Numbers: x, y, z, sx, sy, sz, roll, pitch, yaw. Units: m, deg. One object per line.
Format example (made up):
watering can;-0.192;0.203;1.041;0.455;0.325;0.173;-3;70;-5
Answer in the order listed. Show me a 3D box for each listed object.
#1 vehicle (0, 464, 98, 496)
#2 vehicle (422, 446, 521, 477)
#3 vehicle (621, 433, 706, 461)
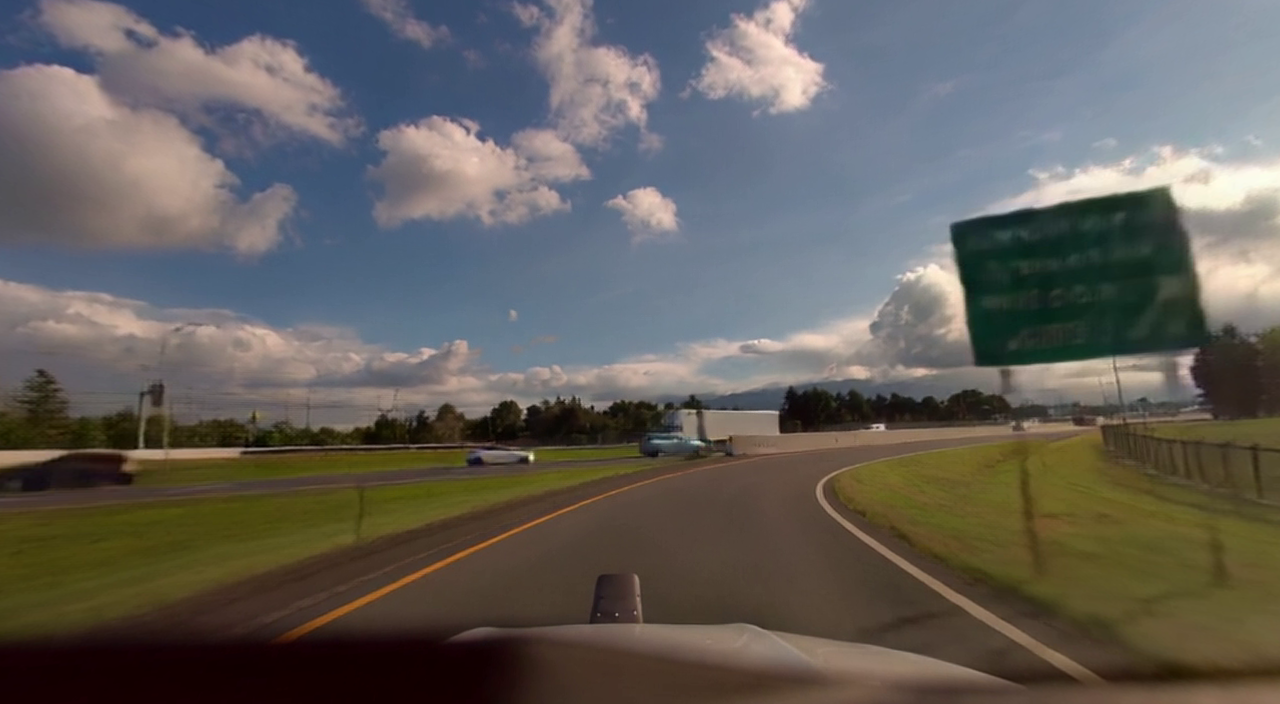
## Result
vehicle;-30.676;6.605;32.736;3.568;1.400;1.711;6;-11;-39
vehicle;-9.097;5.907;34.273;4.819;1.496;1.923;6;-11;-39
vehicle;1.446;5.670;37.697;4.843;1.579;2.135;6;-11;-38
